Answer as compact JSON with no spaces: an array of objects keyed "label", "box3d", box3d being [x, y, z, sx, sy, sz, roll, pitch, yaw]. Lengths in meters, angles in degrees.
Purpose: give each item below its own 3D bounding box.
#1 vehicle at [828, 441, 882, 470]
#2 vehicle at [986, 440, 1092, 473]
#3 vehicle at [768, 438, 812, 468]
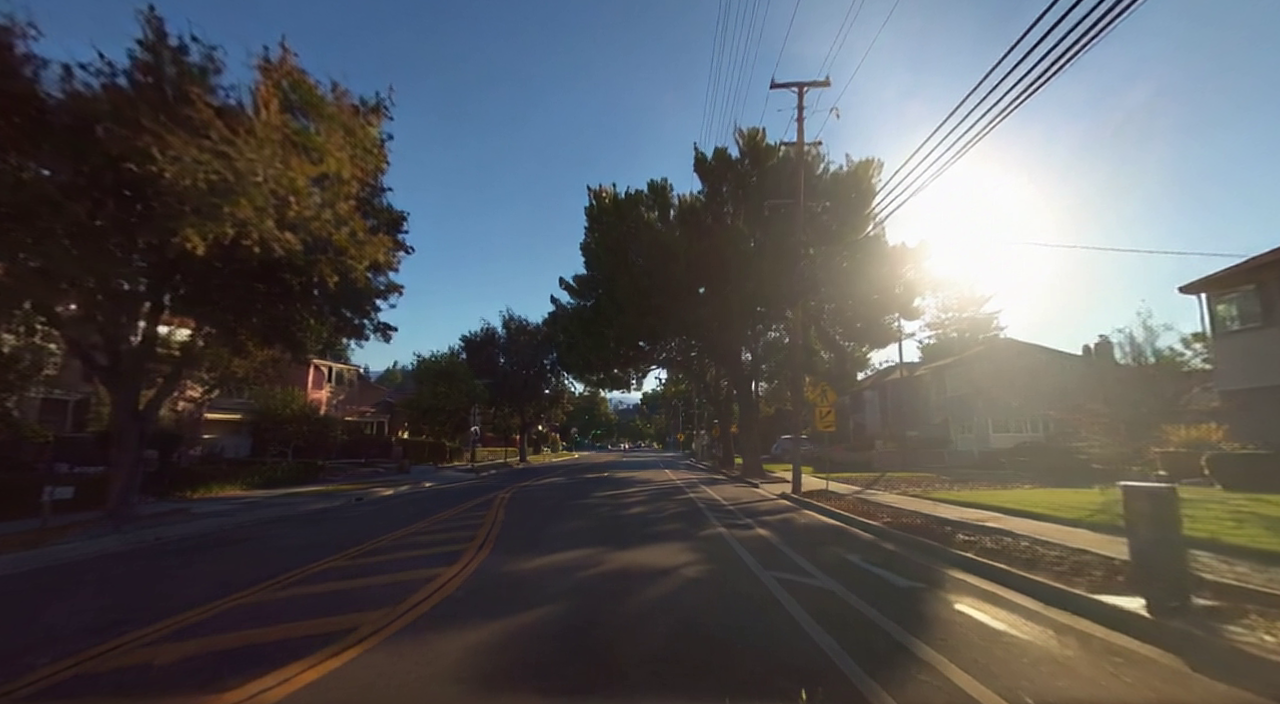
[{"label":"vehicle","box3d":[13.570,6.546,39.940,1.935,1.683,4.669,0,-9,2]},{"label":"vehicle","box3d":[21.074,5.507,33.384,3.943,1.664,2.391,0,-8,-1]},{"label":"vehicle","box3d":[10.296,6.979,43.532,1.912,1.953,4.651,0,-9,0]}]
